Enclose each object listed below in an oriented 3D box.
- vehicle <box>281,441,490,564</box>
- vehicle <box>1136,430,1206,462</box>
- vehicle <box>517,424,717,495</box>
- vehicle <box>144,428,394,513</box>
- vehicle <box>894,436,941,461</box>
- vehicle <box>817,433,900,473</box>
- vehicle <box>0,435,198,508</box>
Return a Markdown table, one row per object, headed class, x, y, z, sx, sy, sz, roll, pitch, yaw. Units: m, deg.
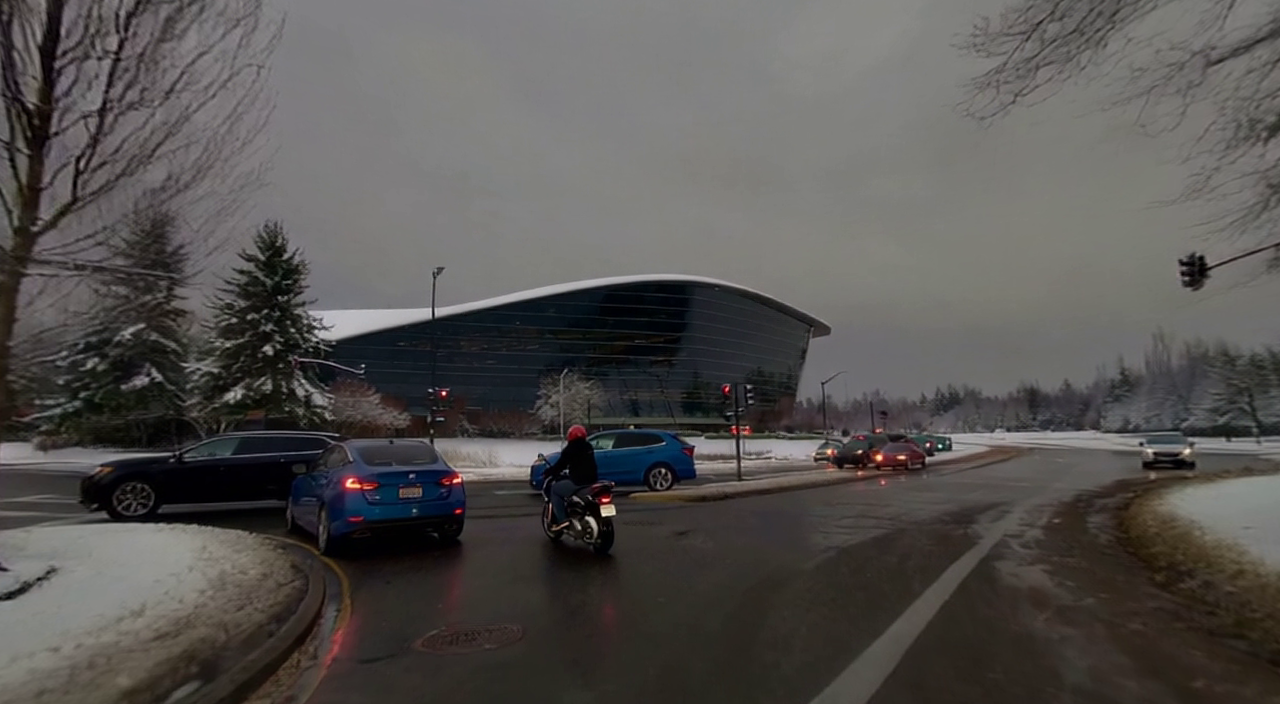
| class | x | y | z | sx | sy | sz | roll | pitch | yaw |
| --- | --- | --- | --- | --- | --- | --- | --- | --- | --- |
| vehicle | -4.143 | 2.139 | 9.860 | 2.009 | 1.450 | 4.182 | 6 | -10 | -36 |
| vehicle | 26.008 | 4.612 | 31.038 | 1.872 | 1.467 | 4.385 | -5 | -10 | 31 |
| vehicle | -0.729 | 3.318 | 19.907 | 5.833 | 1.960 | 2.341 | 3 | -9 | -21 |
| vehicle | -8.321 | 2.661 | 14.424 | 4.583 | 1.755 | 1.936 | -1 | -8 | 6 |
| vehicle | 18.498 | 6.387 | 41.954 | 2.024 | 1.543 | 4.028 | -6 | -10 | 34 |
| vehicle | 10.160 | 4.626 | 29.119 | 2.084 | 1.656 | 4.583 | -7 | -11 | 38 |
| vehicle | -14.397 | 3.084 | 16.554 | 4.380 | 1.727 | 2.052 | -2 | -9 | 14 |
